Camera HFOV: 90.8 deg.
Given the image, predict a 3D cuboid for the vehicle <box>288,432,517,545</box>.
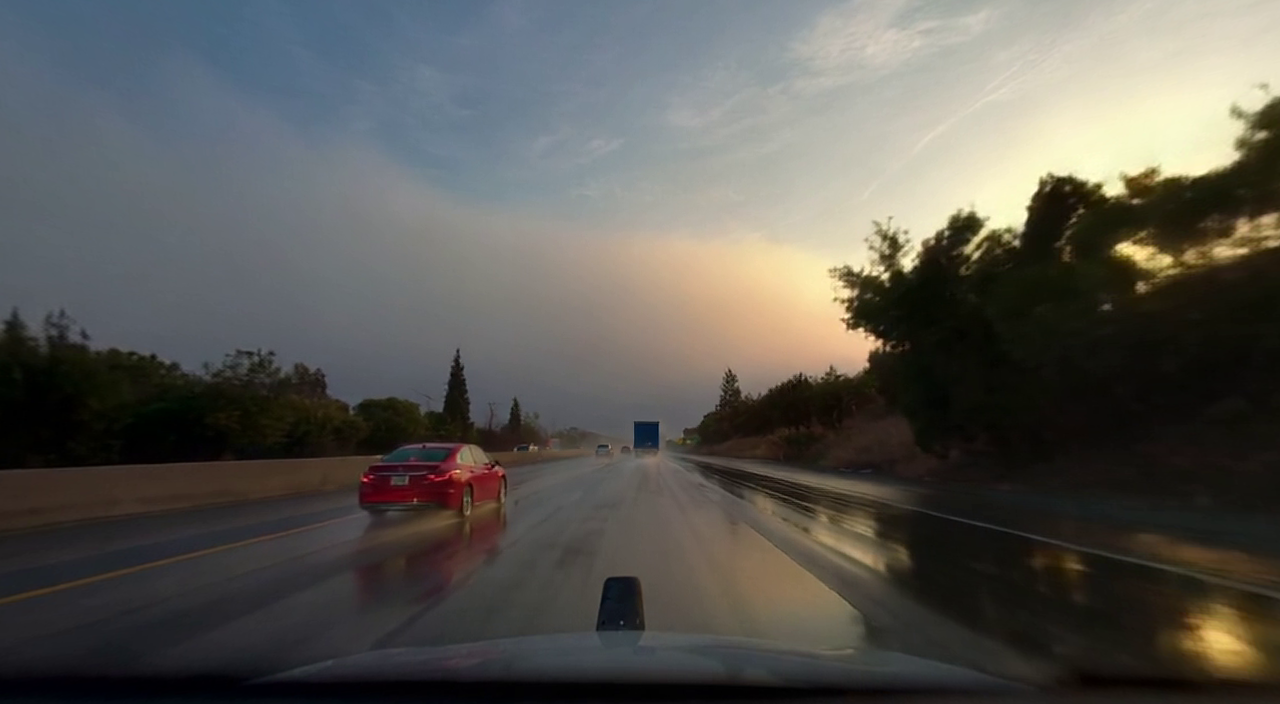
[{"bbox_3d":[-3.768,2.273,11.219,1.999,1.533,4.870,-1,-9,3],"label":"vehicle"}]
